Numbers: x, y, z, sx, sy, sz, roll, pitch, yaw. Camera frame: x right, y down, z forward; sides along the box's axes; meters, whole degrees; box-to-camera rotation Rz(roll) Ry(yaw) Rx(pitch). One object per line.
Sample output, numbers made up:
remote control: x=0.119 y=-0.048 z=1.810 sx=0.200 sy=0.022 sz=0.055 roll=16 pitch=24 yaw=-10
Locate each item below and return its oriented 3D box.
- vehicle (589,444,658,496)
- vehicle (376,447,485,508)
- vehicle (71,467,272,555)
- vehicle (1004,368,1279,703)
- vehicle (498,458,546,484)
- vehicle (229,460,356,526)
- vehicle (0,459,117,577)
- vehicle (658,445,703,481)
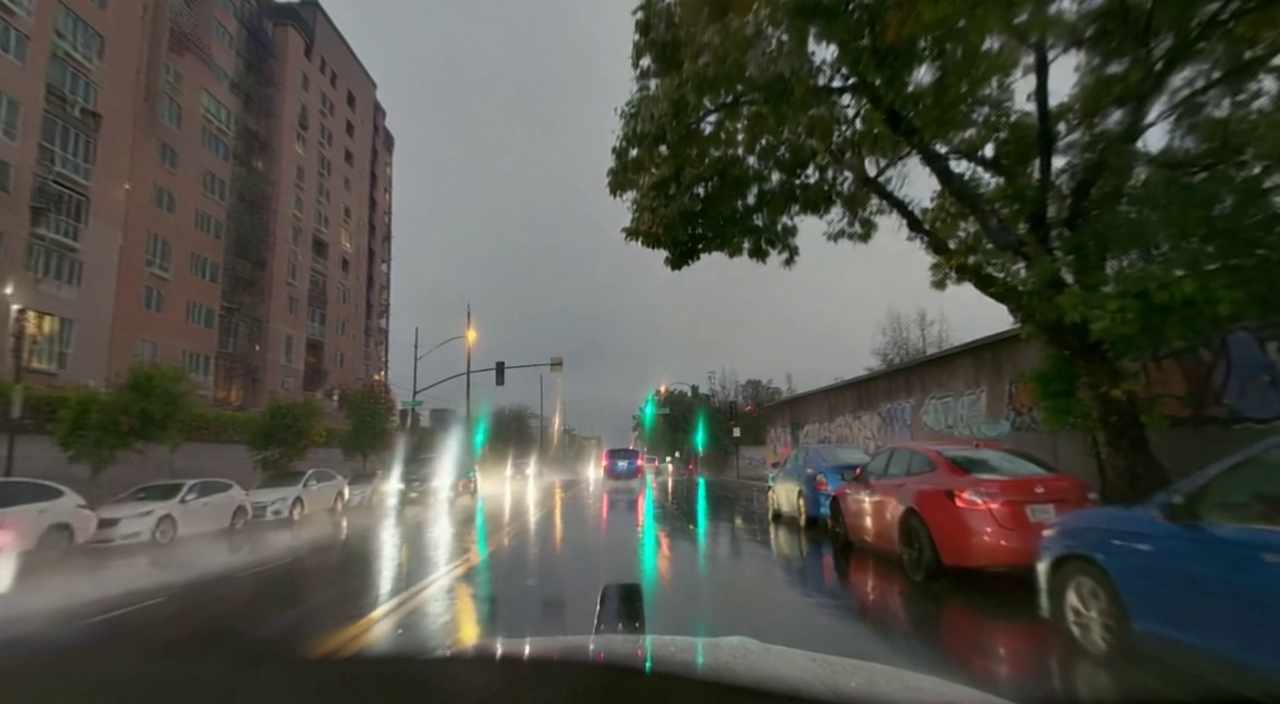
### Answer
vehicle: x=-0.566 y=4.041 z=22.068 sx=2.166 sy=1.579 sz=4.300 roll=0 pitch=-8 yaw=-1
vehicle: x=-6.716 y=4.022 z=20.853 sx=2.147 sy=1.747 sz=4.409 roll=0 pitch=-8 yaw=-1
vehicle: x=-11.034 y=3.713 z=15.370 sx=1.741 sy=1.506 sz=4.370 roll=-4 pitch=-8 yaw=-3
vehicle: x=4.163 y=0.922 z=2.598 sx=2.097 sy=1.811 sz=5.230 roll=0 pitch=-8 yaw=-1
vehicle: x=-6.999 y=7.088 z=37.870 sx=2.040 sy=1.402 sz=4.237 roll=0 pitch=-9 yaw=0
vehicle: x=-11.148 y=4.493 z=20.622 sx=1.822 sy=1.639 sz=4.144 roll=-5 pitch=-8 yaw=0
vehicle: x=-10.949 y=2.684 z=9.651 sx=2.276 sy=1.741 sz=4.439 roll=-6 pitch=-8 yaw=-2
vehicle: x=2.095 y=5.843 z=33.616 sx=2.207 sy=1.761 sz=4.292 roll=-1 pitch=-8 yaw=3
